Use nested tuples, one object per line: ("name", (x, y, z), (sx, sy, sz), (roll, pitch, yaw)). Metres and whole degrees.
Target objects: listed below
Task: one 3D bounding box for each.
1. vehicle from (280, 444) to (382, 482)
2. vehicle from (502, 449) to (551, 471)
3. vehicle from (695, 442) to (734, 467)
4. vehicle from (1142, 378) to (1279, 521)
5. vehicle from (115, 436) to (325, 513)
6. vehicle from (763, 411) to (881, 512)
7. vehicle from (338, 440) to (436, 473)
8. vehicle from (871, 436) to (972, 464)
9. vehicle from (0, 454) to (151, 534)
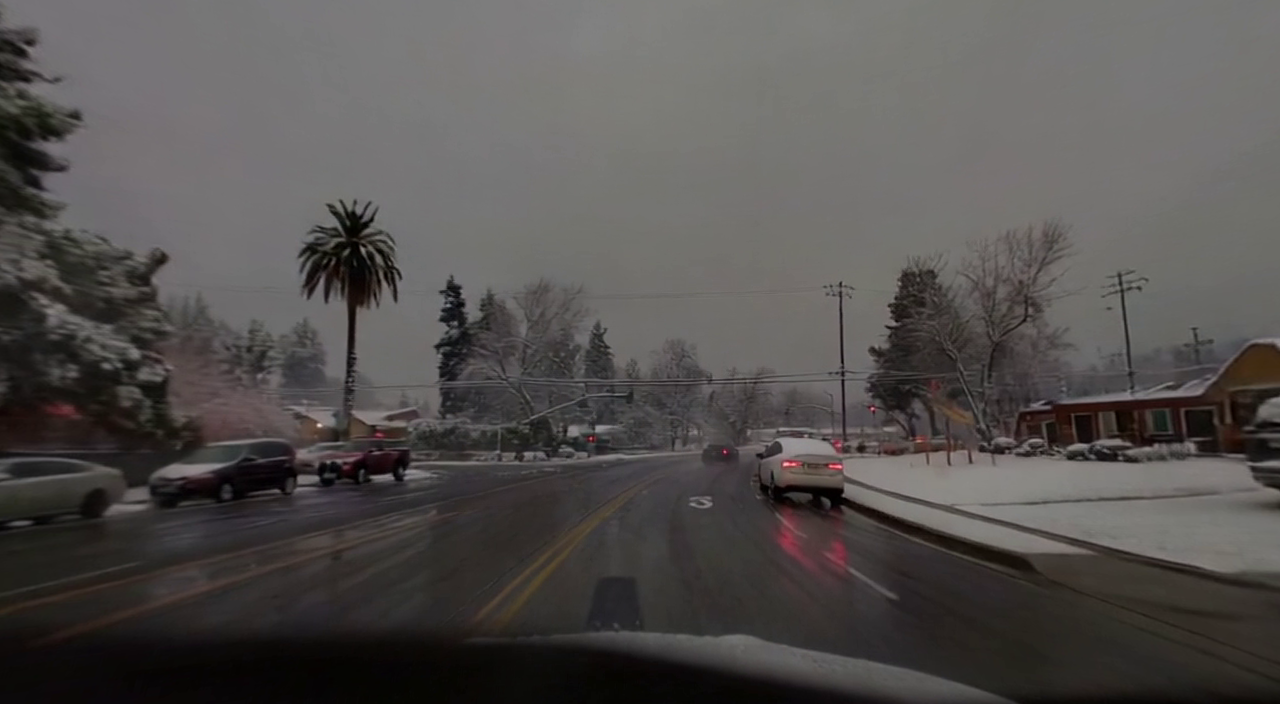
("vehicle", (-15.784, 5.646, 32.343), (4.297, 1.566, 2.024), (1, -8, 15))
("vehicle", (-8.050, 7.693, 45.345), (1.860, 1.499, 4.402), (-2, -9, 12))
("vehicle", (4.814, 6.560, 40.498), (2.035, 1.474, 4.284), (-2, -9, 12))
("vehicle", (12.170, 1.516, 10.329), (5.588, 2.111, 2.300), (-3, -9, 7))
("vehicle", (-12.583, 3.693, 19.668), (2.051, 1.957, 5.968), (-3, -9, 5))
("vehicle", (4.616, 2.854, 16.852), (2.326, 2.257, 4.635), (0, -9, 7))
("vehicle", (-15.127, 6.286, 37.853), (5.205, 1.792, 1.969), (-3, -10, 12))
("vehicle", (16.075, 5.635, 36.317), (4.923, 1.521, 1.811), (-1, -9, 8))
("vehicle", (-13.251, 3.034, 13.554), (1.786, 1.488, 4.518), (-5, -9, 3))
